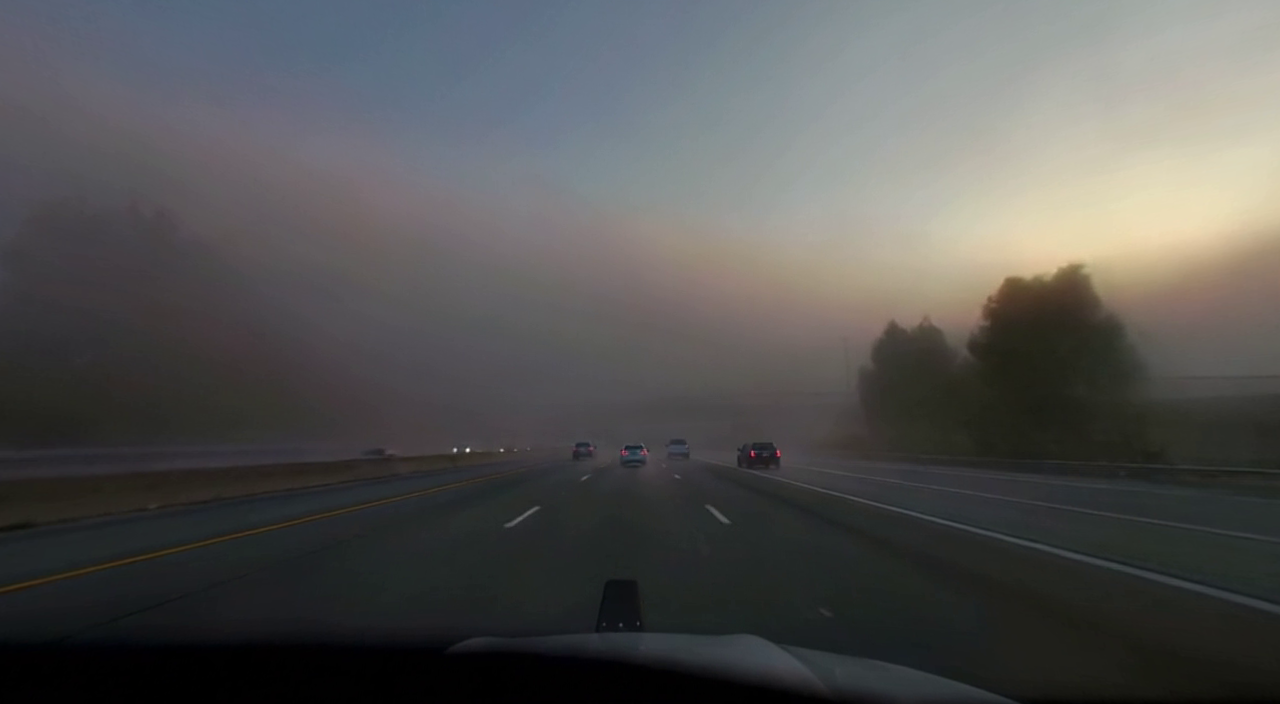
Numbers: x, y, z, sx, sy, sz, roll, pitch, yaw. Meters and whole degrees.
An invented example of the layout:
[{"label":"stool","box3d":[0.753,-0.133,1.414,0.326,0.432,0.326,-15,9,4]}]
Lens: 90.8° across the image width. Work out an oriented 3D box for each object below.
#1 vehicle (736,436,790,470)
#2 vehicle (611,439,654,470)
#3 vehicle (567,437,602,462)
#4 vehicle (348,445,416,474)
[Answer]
[{"label":"vehicle","box3d":[6.307,5.239,32.855,1.936,1.625,3.991,0,-8,-1]},{"label":"vehicle","box3d":[-0.358,5.247,32.455,2.075,1.486,4.007,0,-8,0]},{"label":"vehicle","box3d":[-4.019,7.137,46.285,2.113,1.756,4.471,0,-8,1]},{"label":"vehicle","box3d":[-14.041,5.838,34.631,1.832,1.464,4.390,0,-9,0]}]
